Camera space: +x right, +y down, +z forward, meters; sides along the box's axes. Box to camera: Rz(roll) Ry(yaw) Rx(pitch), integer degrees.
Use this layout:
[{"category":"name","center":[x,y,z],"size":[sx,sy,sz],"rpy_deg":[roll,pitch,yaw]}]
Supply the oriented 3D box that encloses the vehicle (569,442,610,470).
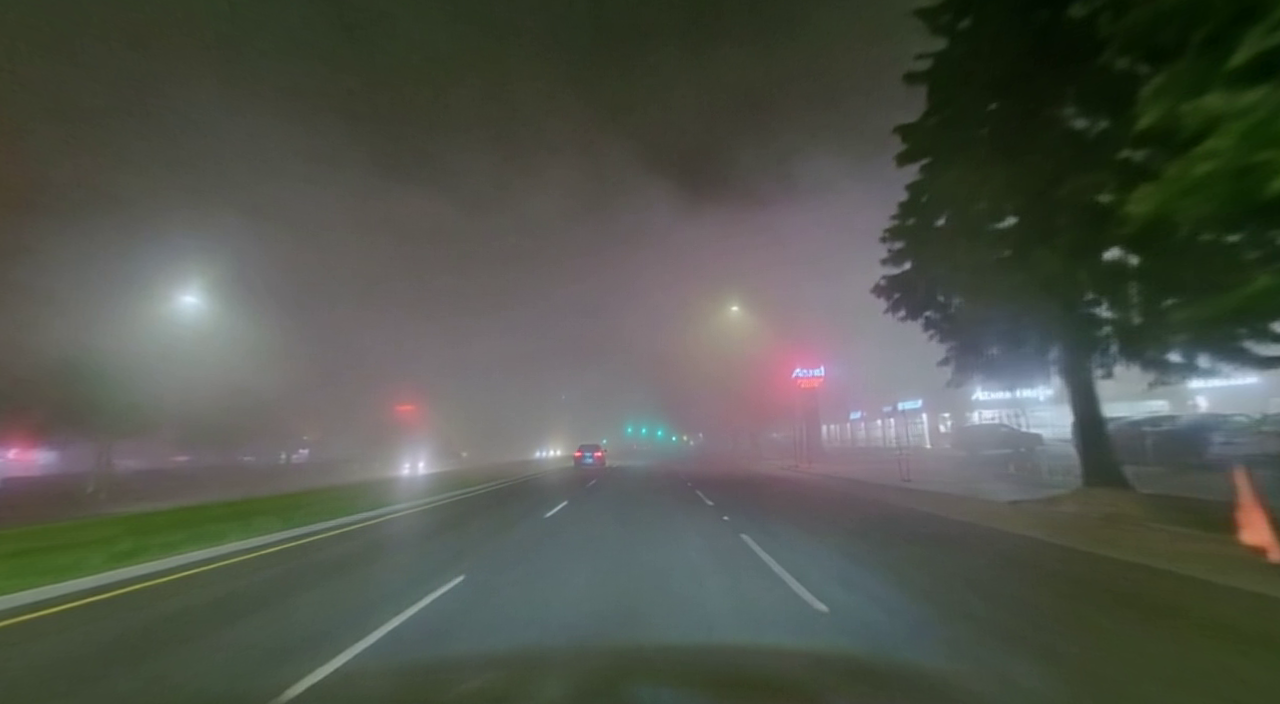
[{"category":"vehicle","center":[-2.791,5.835,35.504],"size":[1.926,1.442,4.231],"rpy_deg":[0,-8,1]}]

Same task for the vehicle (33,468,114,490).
[{"category":"vehicle","center":[-42.166,9.437,46.932],"size":[4.408,1.475,1.792],"rpy_deg":[-1,-9,4]}]
